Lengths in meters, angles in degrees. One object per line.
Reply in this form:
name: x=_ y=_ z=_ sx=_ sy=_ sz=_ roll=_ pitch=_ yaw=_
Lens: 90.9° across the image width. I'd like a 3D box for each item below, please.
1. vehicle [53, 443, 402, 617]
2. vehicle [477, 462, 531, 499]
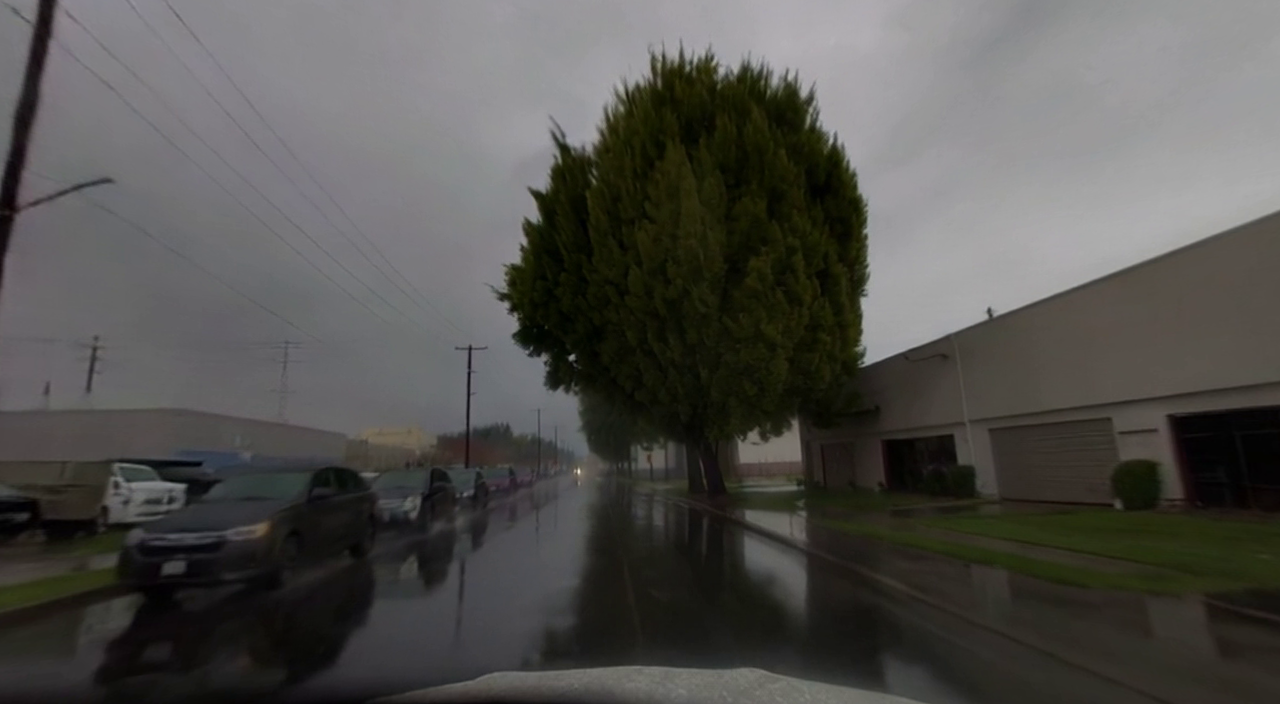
vehicle: x=-4.883 y=2.101 z=8.433 sx=1.886 sy=1.640 sz=4.311 roll=3 pitch=-9 yaw=-3
vehicle: x=-6.503 y=6.225 z=30.601 sx=1.882 sy=1.606 sz=4.191 roll=1 pitch=-11 yaw=-3
